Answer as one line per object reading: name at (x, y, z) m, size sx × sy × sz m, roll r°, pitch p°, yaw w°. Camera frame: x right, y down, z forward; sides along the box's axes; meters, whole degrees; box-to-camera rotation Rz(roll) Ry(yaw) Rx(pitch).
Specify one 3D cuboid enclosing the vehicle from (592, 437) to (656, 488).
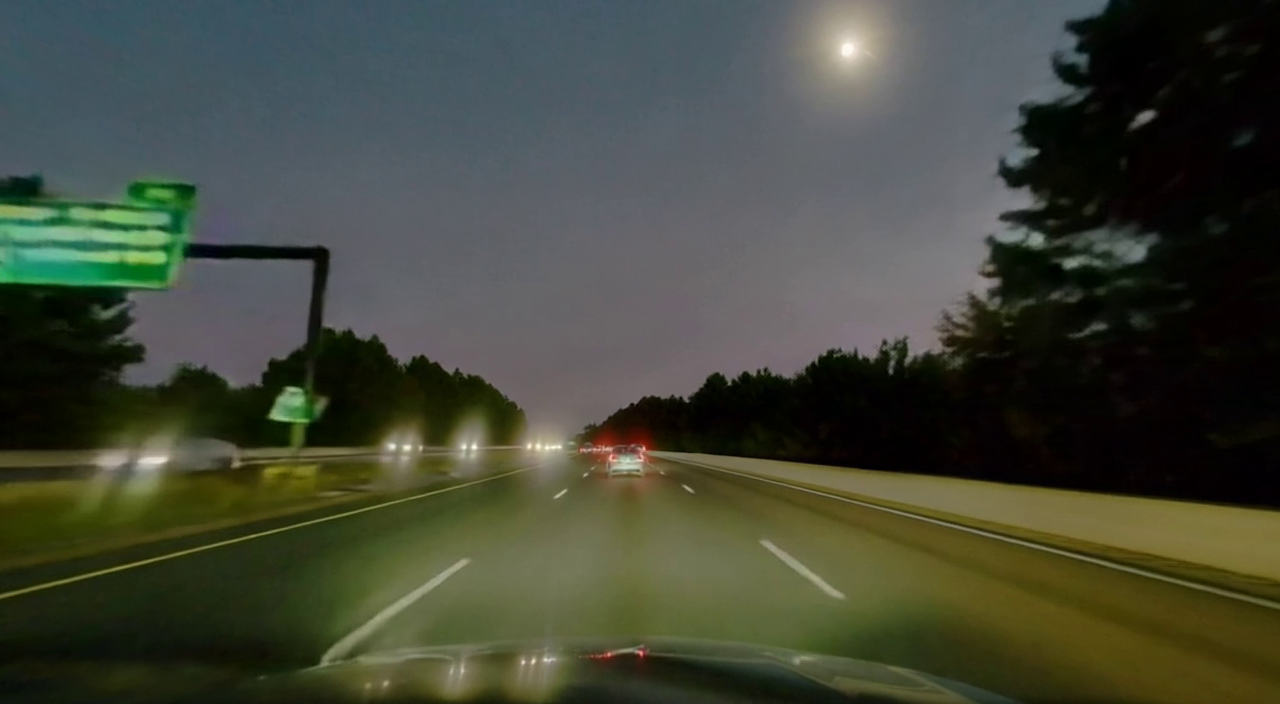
vehicle at (-0.576, 3.786, 21.920) m, size 2.011 × 1.590 × 3.607 m, roll 0°, pitch -9°, yaw -2°

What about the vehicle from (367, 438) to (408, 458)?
vehicle at (-18.890, 7.215, 47.348) m, size 1.714 × 1.482 × 3.643 m, roll 0°, pitch -9°, yaw -3°
